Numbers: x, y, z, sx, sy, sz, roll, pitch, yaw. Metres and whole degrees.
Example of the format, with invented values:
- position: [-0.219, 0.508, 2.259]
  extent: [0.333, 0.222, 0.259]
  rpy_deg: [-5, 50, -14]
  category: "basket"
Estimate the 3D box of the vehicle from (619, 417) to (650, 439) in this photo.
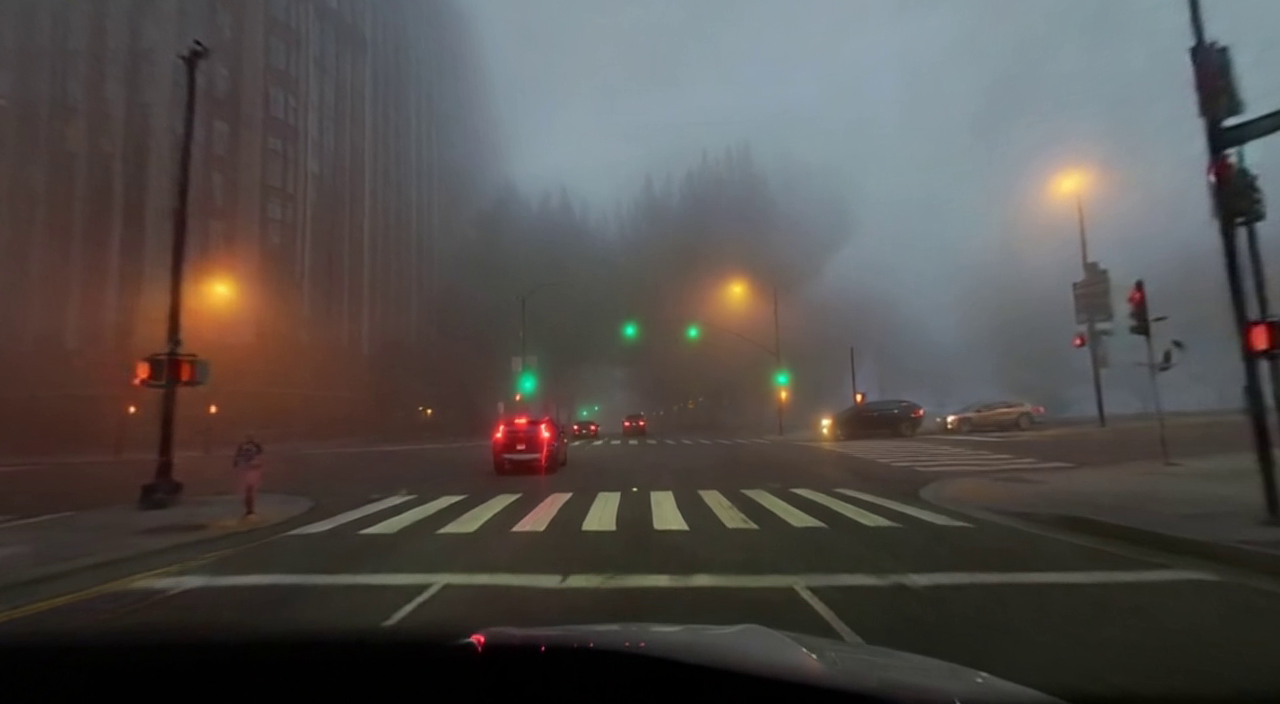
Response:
- position: [-0.441, 5.459, 45.049]
  extent: [2.095, 1.438, 3.843]
  rpy_deg: [0, -8, -1]
  category: "vehicle"

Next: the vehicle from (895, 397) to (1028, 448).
- position: [13.129, 2.878, 25.961]
  extent: [4.328, 1.742, 1.942]
  rpy_deg: [-3, -5, -1]
  category: "vehicle"

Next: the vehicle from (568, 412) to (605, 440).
- position: [-3.649, 5.198, 43.896]
  extent: [2.152, 1.802, 4.628]
  rpy_deg: [0, -8, -1]
  category: "vehicle"

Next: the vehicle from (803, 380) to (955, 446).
- position: [11.720, 3.066, 31.381]
  extent: [6.233, 2.668, 2.627]
  rpy_deg: [-4, -7, -3]
  category: "vehicle"

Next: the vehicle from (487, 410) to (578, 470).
- position: [-3.340, 2.877, 20.549]
  extent: [2.116, 1.725, 4.315]
  rpy_deg: [0, -8, 1]
  category: "vehicle"
